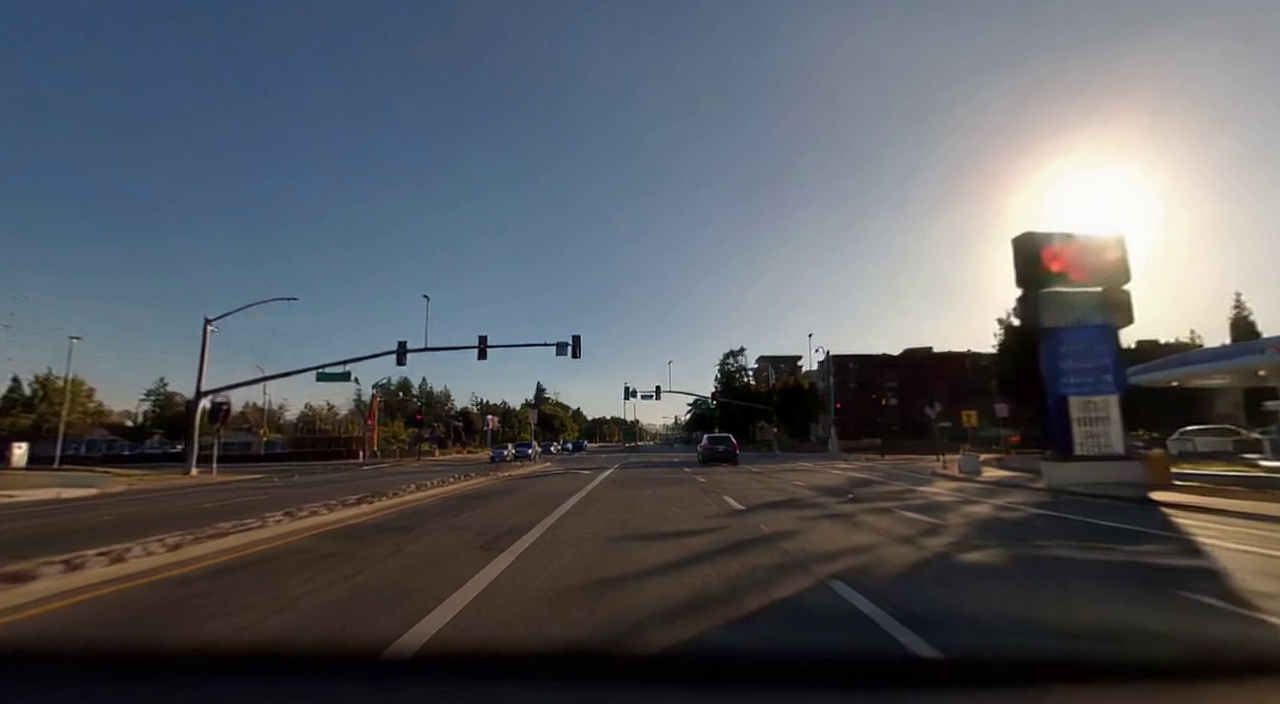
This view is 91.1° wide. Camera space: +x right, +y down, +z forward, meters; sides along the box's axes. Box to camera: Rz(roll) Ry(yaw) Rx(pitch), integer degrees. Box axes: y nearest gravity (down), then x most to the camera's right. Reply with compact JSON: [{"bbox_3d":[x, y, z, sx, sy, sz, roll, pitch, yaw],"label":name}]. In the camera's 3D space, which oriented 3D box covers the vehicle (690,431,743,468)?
[{"bbox_3d":[3.747,4.902,31.544,2.090,1.717,4.063,0,-8,-1],"label":"vehicle"}]
